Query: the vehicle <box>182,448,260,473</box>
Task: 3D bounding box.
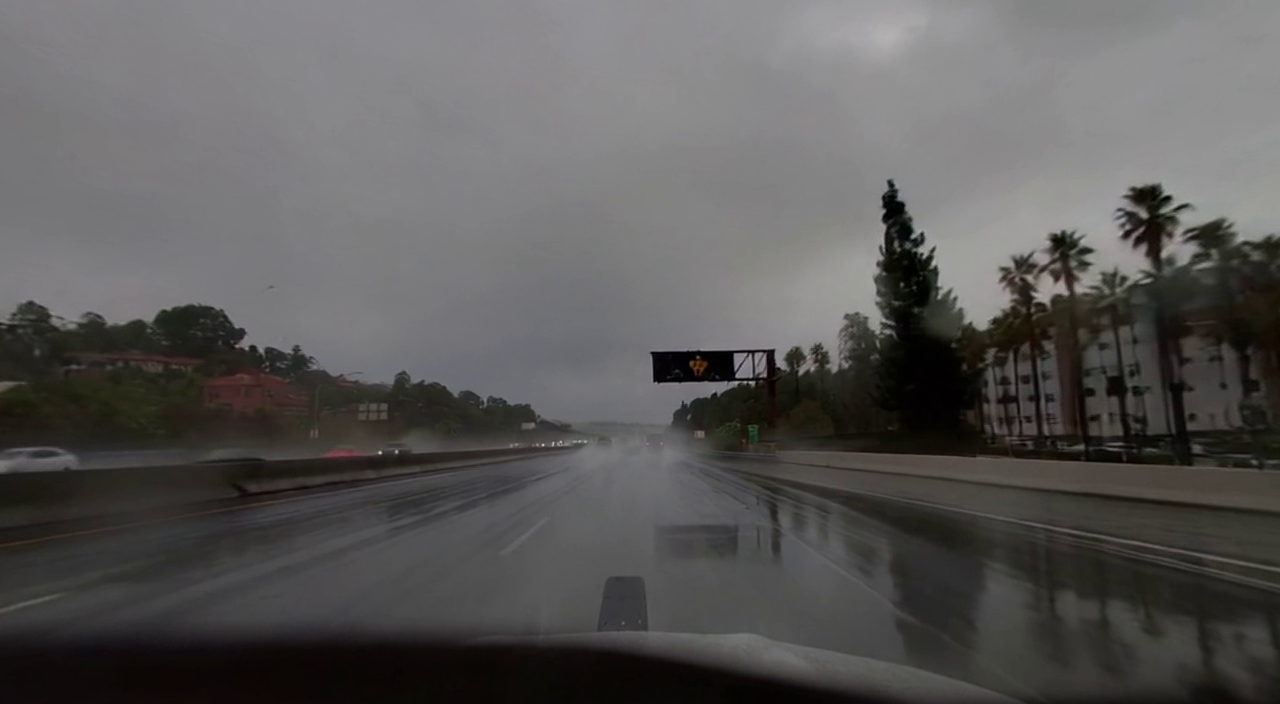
[{"bbox_3d":[-26.949,6.972,40.566,1.841,1.472,4.562,0,-8,1],"label":"vehicle"}]
